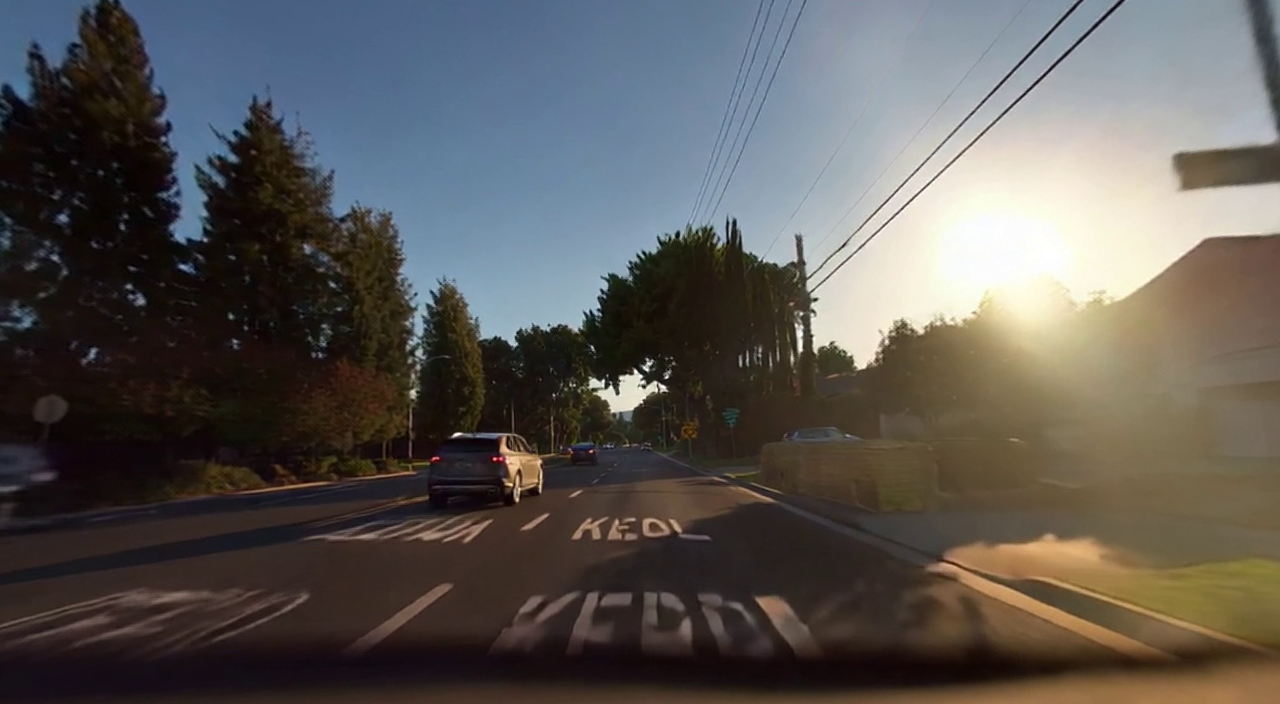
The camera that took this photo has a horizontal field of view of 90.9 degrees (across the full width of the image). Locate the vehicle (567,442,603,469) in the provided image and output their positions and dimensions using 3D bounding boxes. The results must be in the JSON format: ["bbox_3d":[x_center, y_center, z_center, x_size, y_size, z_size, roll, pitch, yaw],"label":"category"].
[{"bbox_3d":[-3.184,6.046,36.991,1.802,1.528,3.490,0,-8,0],"label":"vehicle"}]

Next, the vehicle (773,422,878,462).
[{"bbox_3d":[9.763,4.797,33.544,4.944,2.023,1.973,0,-8,1],"label":"vehicle"}]

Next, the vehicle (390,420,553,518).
[{"bbox_3d":[-3.358,2.446,13.655,2.190,1.766,4.394,0,-8,2],"label":"vehicle"}]
